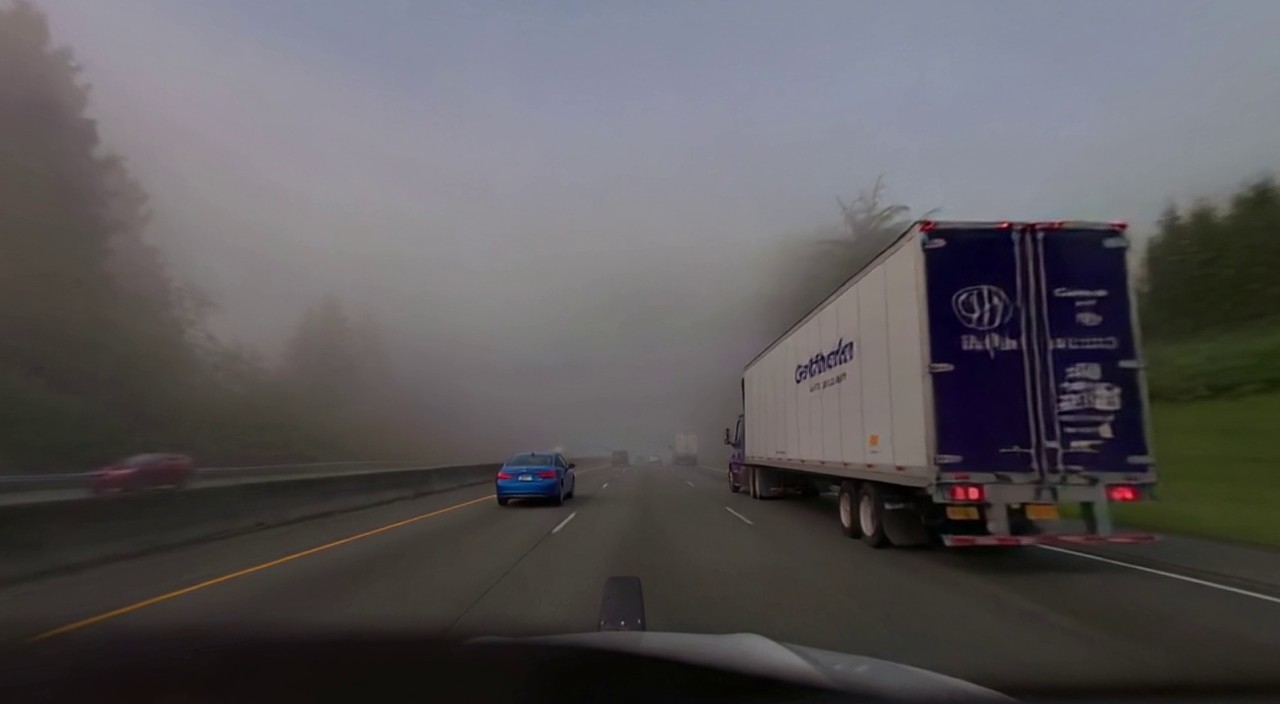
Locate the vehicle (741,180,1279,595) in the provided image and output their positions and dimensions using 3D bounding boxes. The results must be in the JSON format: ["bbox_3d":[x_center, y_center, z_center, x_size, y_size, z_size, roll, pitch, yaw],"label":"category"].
[{"bbox_3d":[4.652,1.296,12.783,2.858,3.952,13.731,0,-9,0],"label":"vehicle"}]

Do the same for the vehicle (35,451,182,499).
[{"bbox_3d":[-18.352,4.228,22.007,1.896,1.522,3.621,0,-9,0],"label":"vehicle"}]

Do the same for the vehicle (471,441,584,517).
[{"bbox_3d":[-2.579,3.049,15.639,1.960,1.579,4.384,0,-9,1],"label":"vehicle"}]
